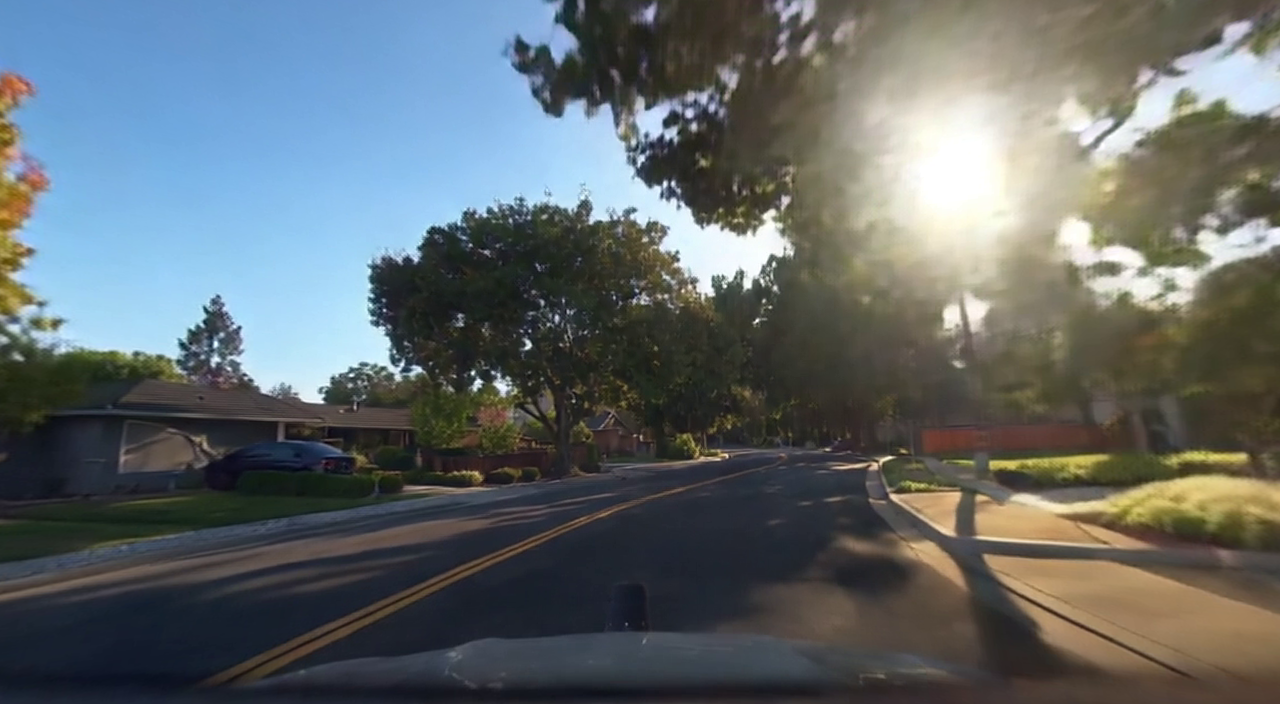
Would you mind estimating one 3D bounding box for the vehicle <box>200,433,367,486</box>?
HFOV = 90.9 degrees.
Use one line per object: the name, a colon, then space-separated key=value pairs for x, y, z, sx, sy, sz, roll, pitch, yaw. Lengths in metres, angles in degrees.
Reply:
vehicle: x=-11.989 y=3.648 z=21.587 sx=4.485 sy=1.663 sz=2.111 roll=2 pitch=-9 yaw=-15
